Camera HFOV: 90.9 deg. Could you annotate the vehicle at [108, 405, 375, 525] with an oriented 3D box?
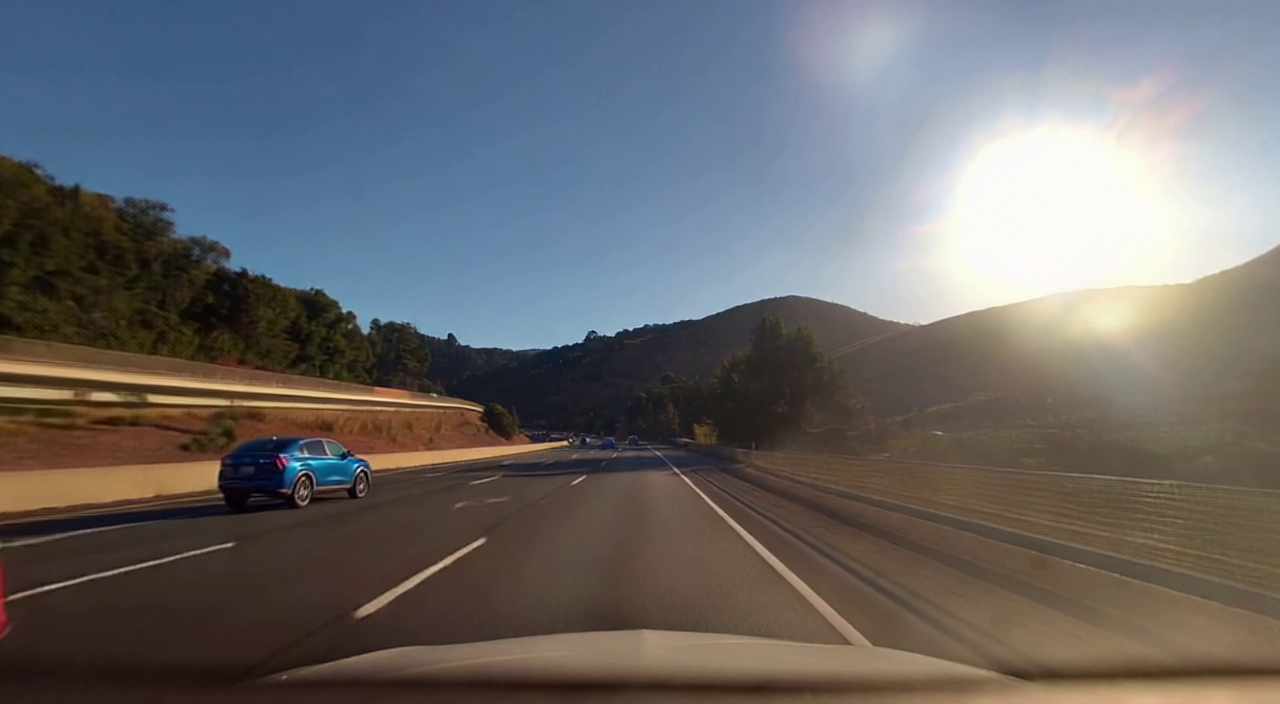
[{"bbox_3d":[-7.514,2.202,12.757,2.151,1.925,4.945,0,-9,0],"label":"vehicle"}]
